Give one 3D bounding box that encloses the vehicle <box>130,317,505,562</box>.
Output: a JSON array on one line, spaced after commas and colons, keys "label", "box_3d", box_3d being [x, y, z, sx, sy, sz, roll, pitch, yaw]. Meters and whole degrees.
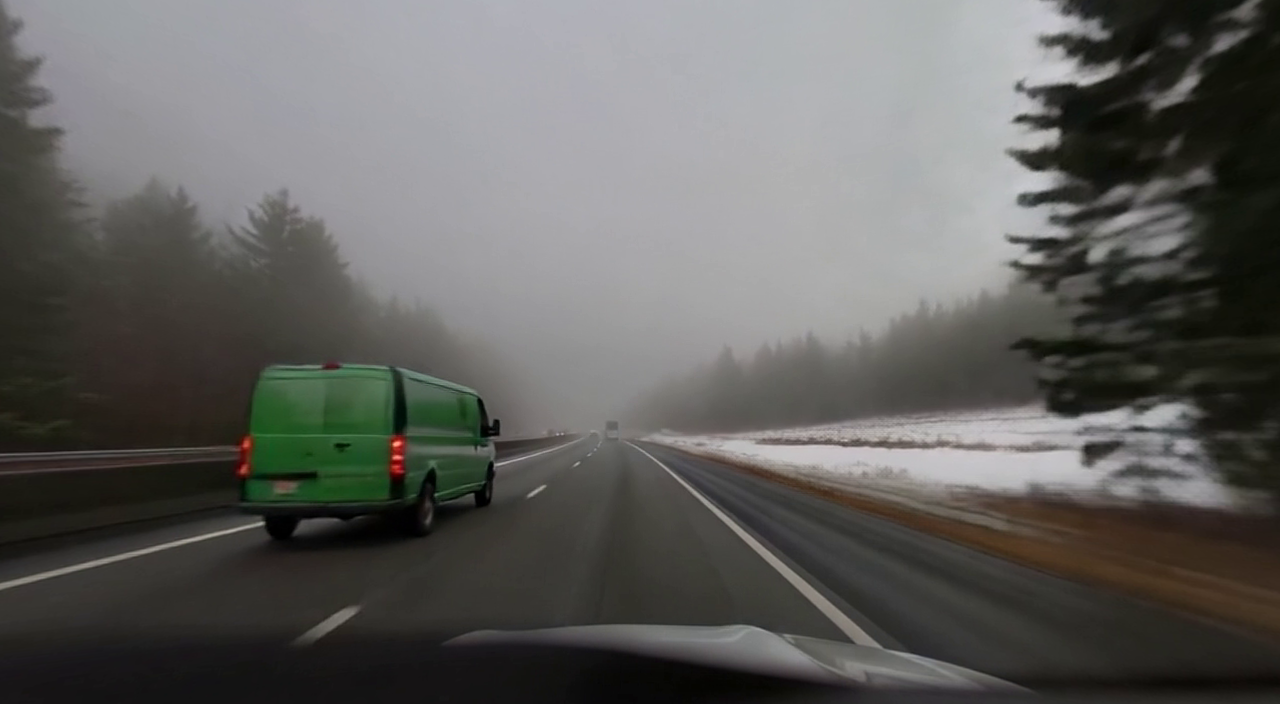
[{"label": "vehicle", "box_3d": [-3.864, 1.236, 9.205, 2.561, 2.509, 5.465, 0, -8, 0]}]
